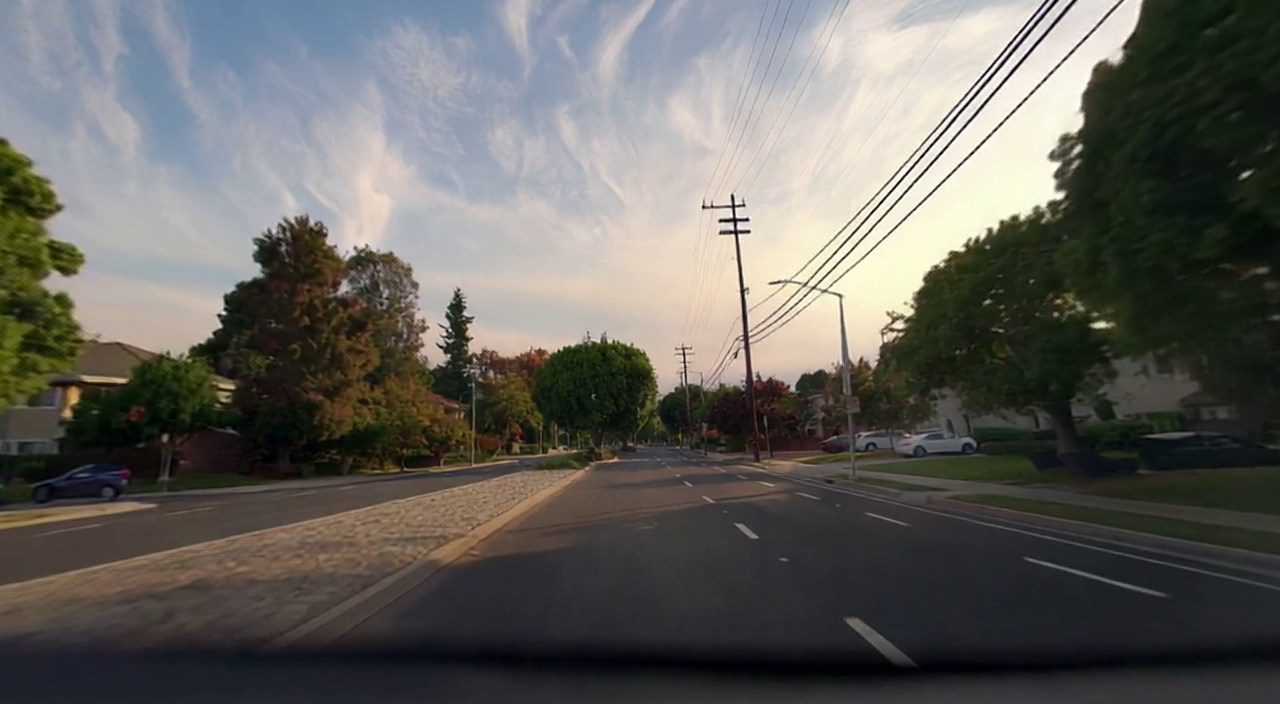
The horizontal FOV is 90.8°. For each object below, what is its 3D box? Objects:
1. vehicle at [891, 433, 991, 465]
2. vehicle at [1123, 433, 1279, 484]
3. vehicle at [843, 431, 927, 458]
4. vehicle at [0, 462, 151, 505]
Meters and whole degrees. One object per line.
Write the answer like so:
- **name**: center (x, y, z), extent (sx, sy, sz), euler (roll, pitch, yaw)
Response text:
- **vehicle**: center (16.929, 5.466, 35.685), extent (4.560, 1.725, 2.096), euler (0, -8, -2)
- **vehicle**: center (17.540, 3.195, 19.015), extent (4.246, 1.427, 2.055), euler (0, -8, 0)
- **vehicle**: center (16.684, 6.315, 43.241), extent (4.833, 1.786, 2.136), euler (0, -8, -1)
- **vehicle**: center (-21.793, 4.994, 24.133), extent (4.354, 1.450, 2.043), euler (0, -10, -11)
